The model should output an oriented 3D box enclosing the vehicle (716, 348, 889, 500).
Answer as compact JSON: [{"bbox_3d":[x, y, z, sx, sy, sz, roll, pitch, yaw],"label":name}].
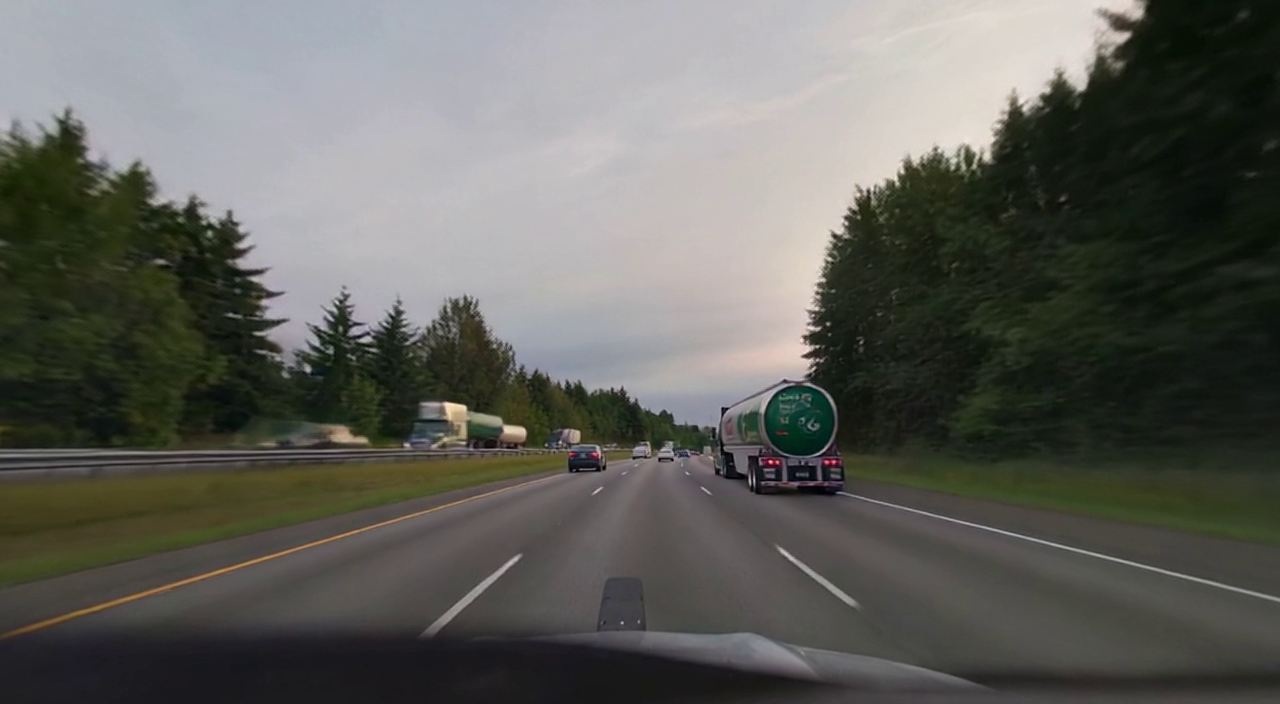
[{"bbox_3d":[5.096,2.938,23.569,3.057,3.993,13.914,0,-9,1],"label":"vehicle"}]

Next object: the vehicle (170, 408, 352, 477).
[{"bbox_3d":[-11.496,2.858,19.753,2.370,1.854,5.111,0,-9,2],"label":"vehicle"}]

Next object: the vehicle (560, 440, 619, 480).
[{"bbox_3d":[-2.251,5.021,29.577,2.205,1.728,4.397,0,-9,3],"label":"vehicle"}]

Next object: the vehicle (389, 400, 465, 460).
[{"bbox_3d":[-14.663,5.560,43.936,2.905,3.909,5.792,-1,-9,4],"label":"vehicle"}]

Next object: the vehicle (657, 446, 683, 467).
[{"bbox_3d":[2.355,8.156,49.213,1.990,1.537,3.725,0,-9,3],"label":"vehicle"}]
